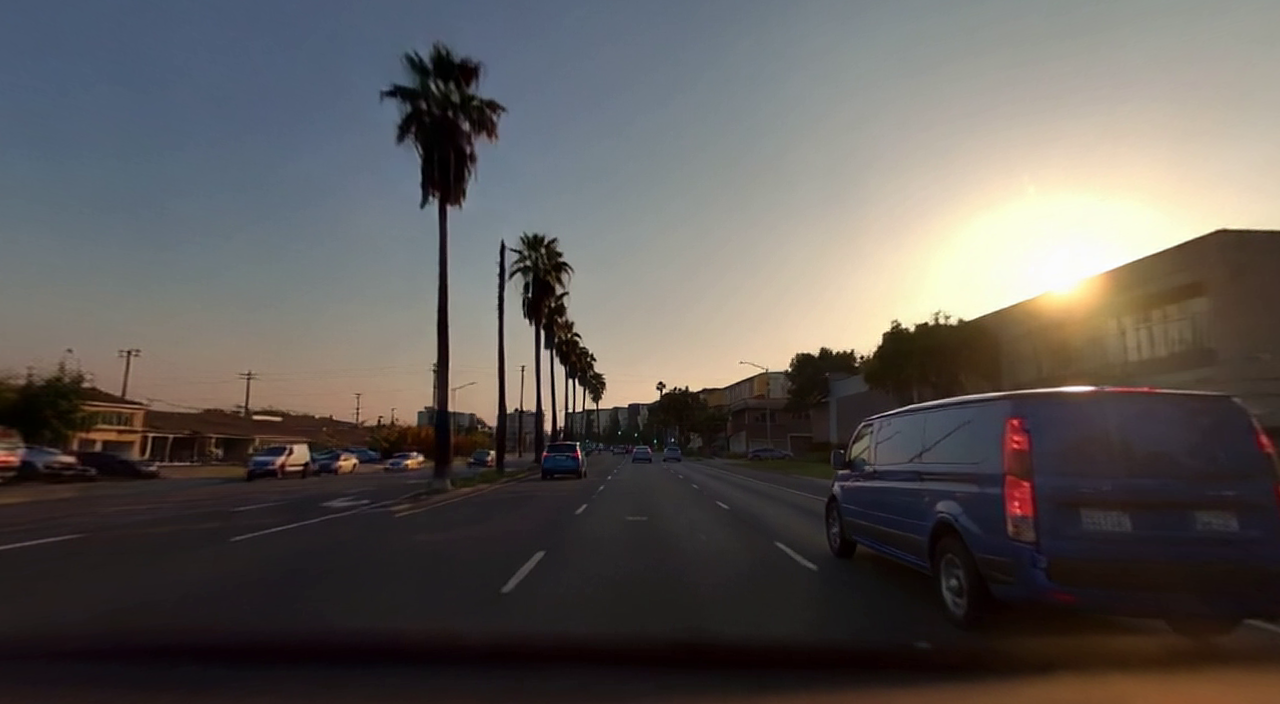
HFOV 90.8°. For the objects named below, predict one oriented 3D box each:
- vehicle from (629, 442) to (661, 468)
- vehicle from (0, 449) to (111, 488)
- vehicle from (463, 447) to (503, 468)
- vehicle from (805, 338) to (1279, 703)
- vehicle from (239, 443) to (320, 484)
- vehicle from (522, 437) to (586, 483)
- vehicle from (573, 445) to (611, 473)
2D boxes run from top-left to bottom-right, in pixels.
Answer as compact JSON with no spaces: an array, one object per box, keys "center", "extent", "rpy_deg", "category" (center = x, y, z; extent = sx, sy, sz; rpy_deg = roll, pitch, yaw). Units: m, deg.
[{"center":[0.280,7.310,45.132],"extent":[2.191,1.761,3.857],"rpy_deg":[0,-9,-1],"category":"vehicle"},{"center":[-29.554,5.794,31.615],"extent":[4.268,1.758,2.120],"rpy_deg":[-1,-7,1],"category":"vehicle"},{"center":[-11.835,7.983,47.873],"extent":[1.857,1.473,4.298],"rpy_deg":[0,-9,0],"category":"vehicle"},{"center":[3.309,1.231,5.731],"extent":[2.234,1.912,4.847],"rpy_deg":[0,-9,-1],"category":"vehicle"},{"center":[-21.429,6.602,37.853],"extent":[1.931,2.187,5.001],"rpy_deg":[-1,-8,0],"category":"vehicle"},{"center":[-3.388,4.362,25.711],"extent":[1.967,1.703,4.157],"rpy_deg":[0,-9,1],"category":"vehicle"},{"center":[-2.697,6.125,36.411],"extent":[1.869,1.454,4.142],"rpy_deg":[0,-9,0],"category":"vehicle"}]
